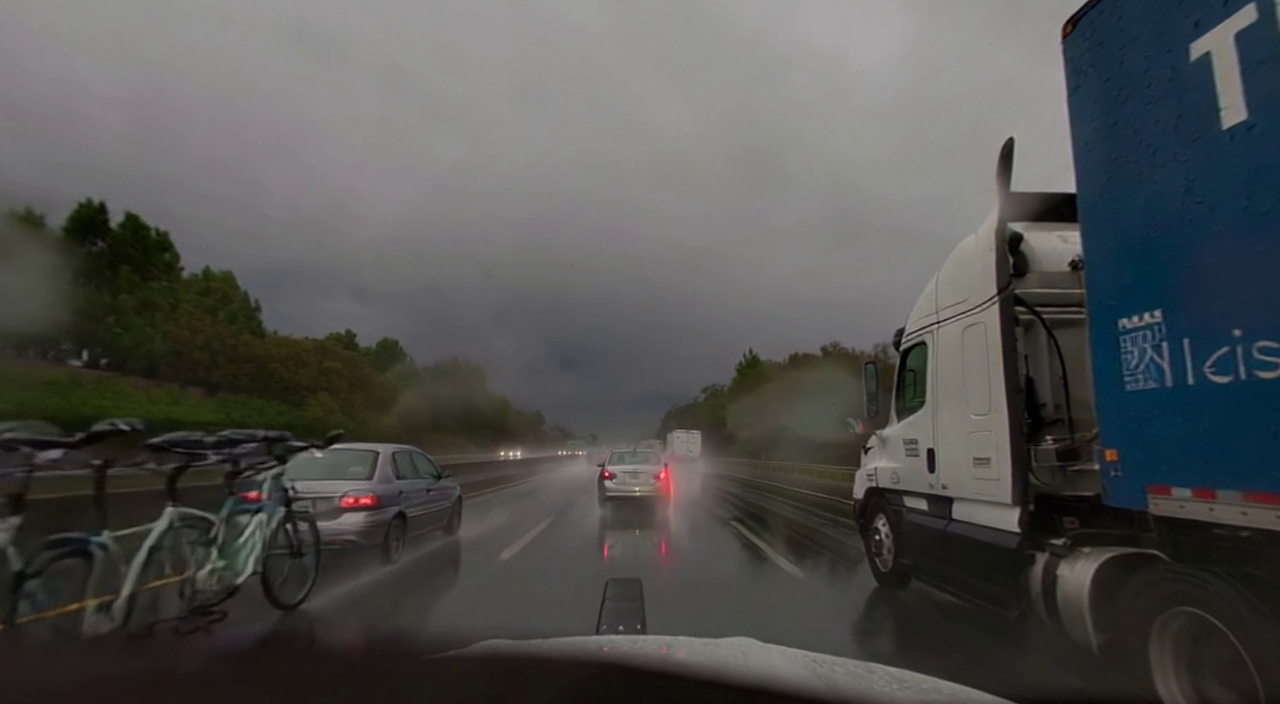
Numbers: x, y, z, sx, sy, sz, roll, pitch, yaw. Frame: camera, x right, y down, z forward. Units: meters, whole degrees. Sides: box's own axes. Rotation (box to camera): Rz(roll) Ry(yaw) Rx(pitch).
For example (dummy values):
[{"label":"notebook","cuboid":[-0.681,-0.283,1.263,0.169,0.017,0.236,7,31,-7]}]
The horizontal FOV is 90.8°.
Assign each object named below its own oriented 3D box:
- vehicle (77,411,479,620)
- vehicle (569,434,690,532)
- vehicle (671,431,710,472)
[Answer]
[{"label":"vehicle","cuboid":[-3.514,1.681,7.453,1.985,1.671,4.604,0,-9,0]},{"label":"vehicle","cuboid":[-0.186,2.421,12.095,1.973,1.574,3.426,0,-9,-1]},{"label":"vehicle","cuboid":[3.425,6.892,43.770,2.234,2.679,5.372,0,-9,-1]}]
